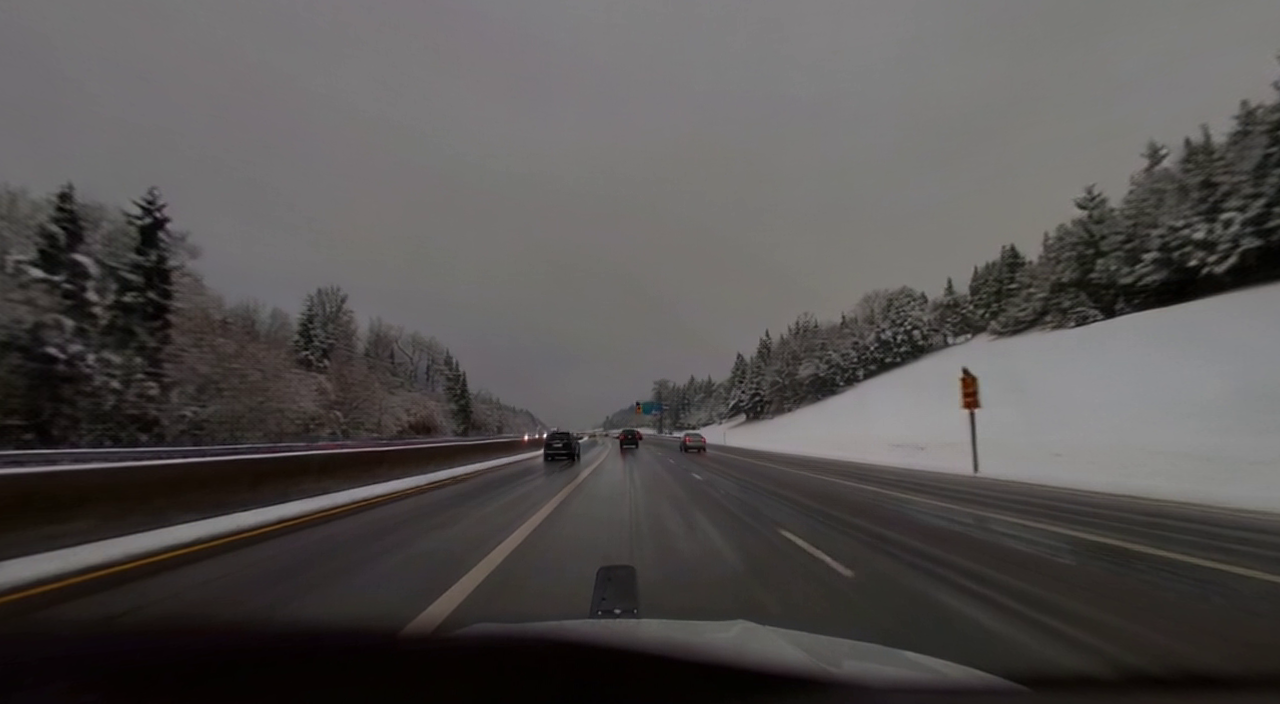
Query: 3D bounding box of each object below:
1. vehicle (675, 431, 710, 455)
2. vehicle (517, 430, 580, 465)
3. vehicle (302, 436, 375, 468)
[{"bbox_3d":[3.317,5.879,40.778,1.806,1.469,3.681,0,-8,-2],"label":"vehicle"},{"bbox_3d":[-4.053,4.307,28.639,2.204,1.486,4.121,0,-8,0],"label":"vehicle"},{"bbox_3d":[-15.142,5.008,31.824,1.813,1.476,3.803,0,-8,0],"label":"vehicle"}]
